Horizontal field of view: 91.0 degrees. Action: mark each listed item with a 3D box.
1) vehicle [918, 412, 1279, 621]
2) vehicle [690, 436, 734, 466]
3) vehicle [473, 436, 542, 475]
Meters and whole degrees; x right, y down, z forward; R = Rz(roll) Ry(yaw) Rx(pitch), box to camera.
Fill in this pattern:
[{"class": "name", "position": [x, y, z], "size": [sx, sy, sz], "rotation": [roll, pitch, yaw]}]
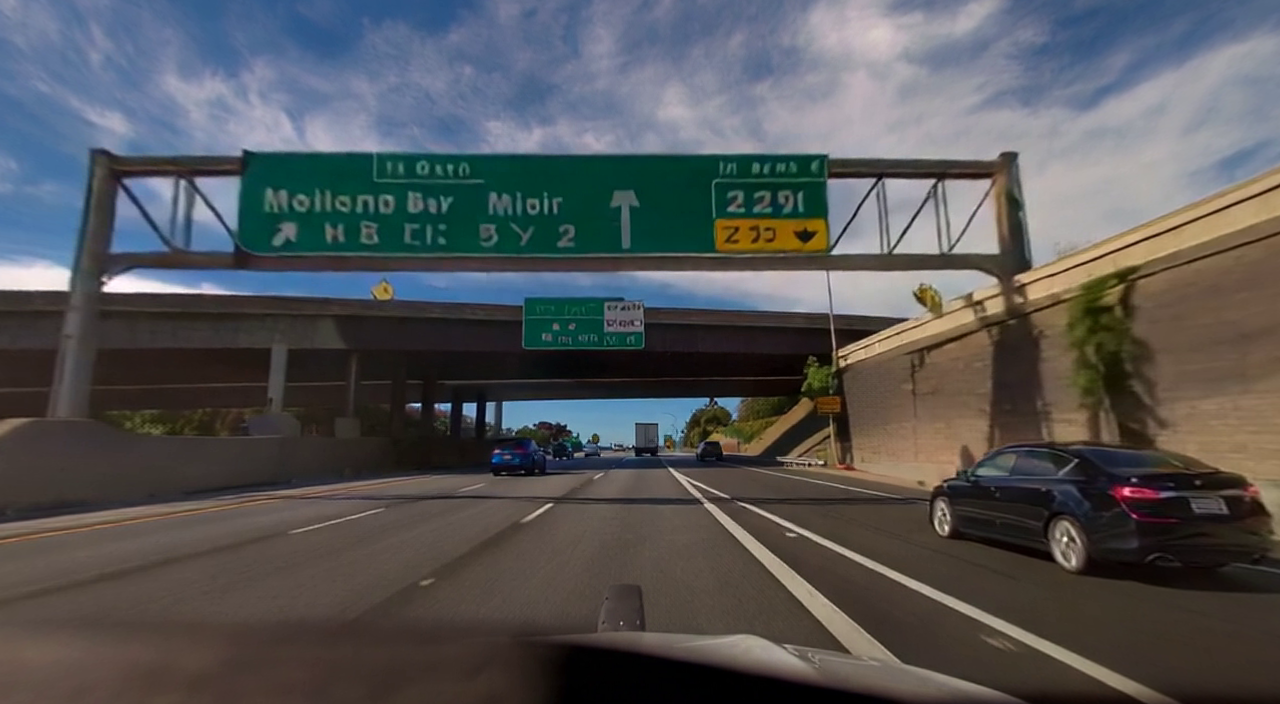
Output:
[{"class": "vehicle", "position": [5.213, 1.554, 6.977], "size": [2.075, 1.510, 4.569], "rotation": [0, -9, -2]}, {"class": "vehicle", "position": [4.793, 6.674, 42.619], "size": [2.220, 1.898, 4.752], "rotation": [0, -9, -2]}, {"class": "vehicle", "position": [-6.325, 5.027, 30.745], "size": [2.179, 1.753, 4.999], "rotation": [0, -9, 1]}]
